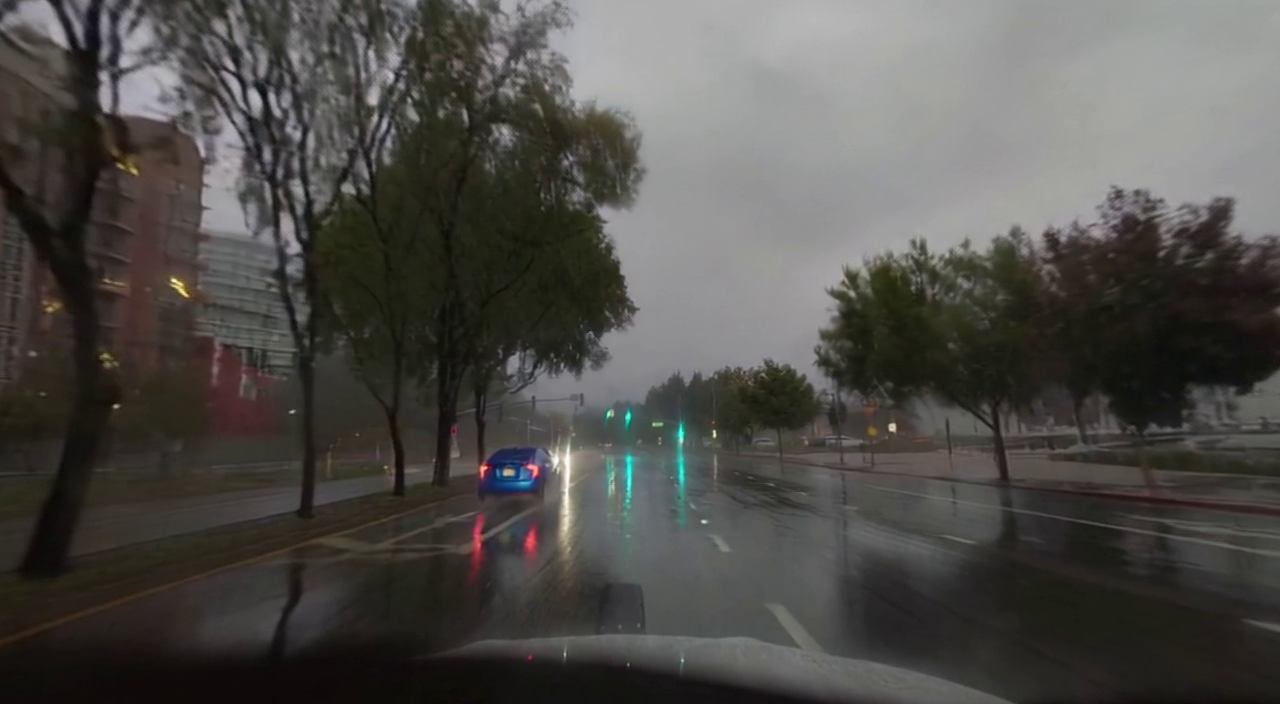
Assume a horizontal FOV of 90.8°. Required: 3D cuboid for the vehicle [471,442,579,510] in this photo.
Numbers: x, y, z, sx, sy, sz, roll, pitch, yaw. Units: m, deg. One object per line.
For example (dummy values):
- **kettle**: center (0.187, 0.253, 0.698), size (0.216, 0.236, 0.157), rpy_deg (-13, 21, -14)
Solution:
- **vehicle**: center (-2.811, 3.134, 16.546), size (2.042, 1.479, 4.601), rpy_deg (0, -9, -1)
